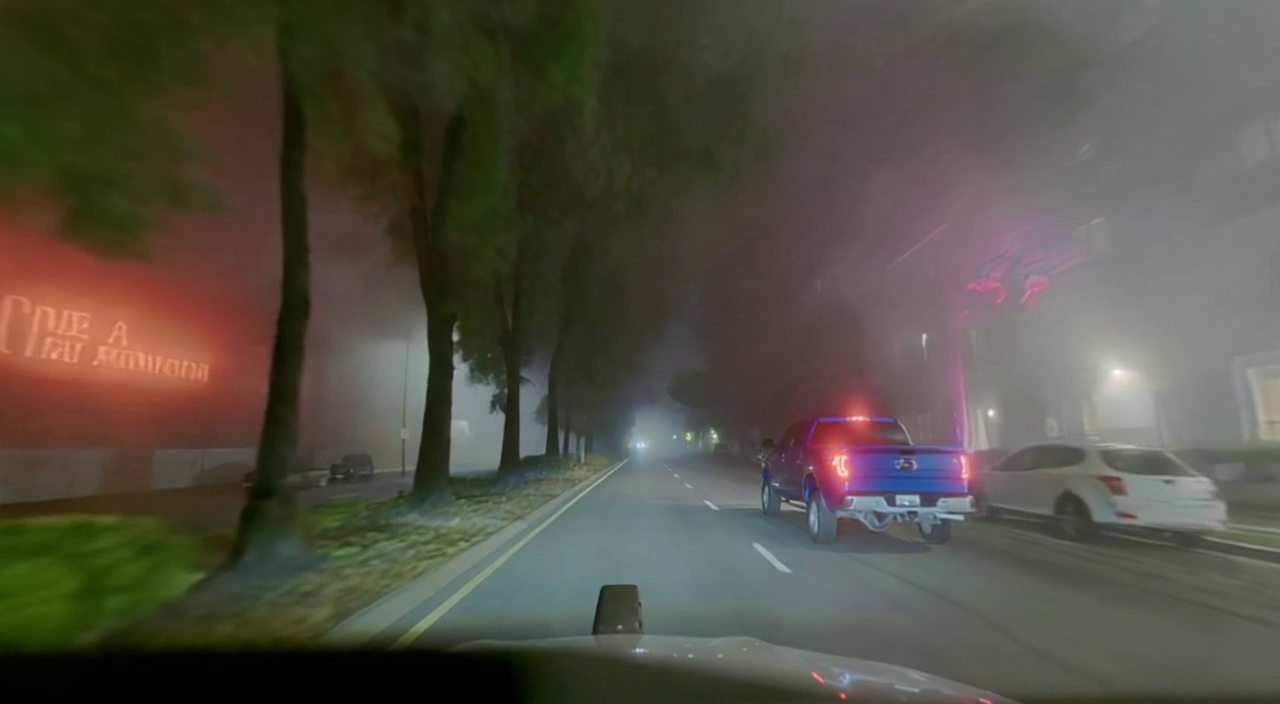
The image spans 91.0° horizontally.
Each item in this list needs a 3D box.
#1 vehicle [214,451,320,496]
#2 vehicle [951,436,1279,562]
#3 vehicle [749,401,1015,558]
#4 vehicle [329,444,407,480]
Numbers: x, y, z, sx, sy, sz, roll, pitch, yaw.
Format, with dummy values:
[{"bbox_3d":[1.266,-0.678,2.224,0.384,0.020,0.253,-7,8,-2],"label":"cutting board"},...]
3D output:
[{"bbox_3d":[-16.012,5.192,27.359,1.919,1.616,4.723,-4,-8,-2],"label":"vehicle"},{"bbox_3d":[7.384,2.231,10.516,1.863,1.588,4.670,0,-8,-2],"label":"vehicle"},{"bbox_3d":[3.309,1.899,10.131,2.085,1.828,5.383,0,-9,-1],"label":"vehicle"},{"bbox_3d":[-15.607,6.335,36.476,2.097,1.852,5.090,-2,-9,2],"label":"vehicle"}]
